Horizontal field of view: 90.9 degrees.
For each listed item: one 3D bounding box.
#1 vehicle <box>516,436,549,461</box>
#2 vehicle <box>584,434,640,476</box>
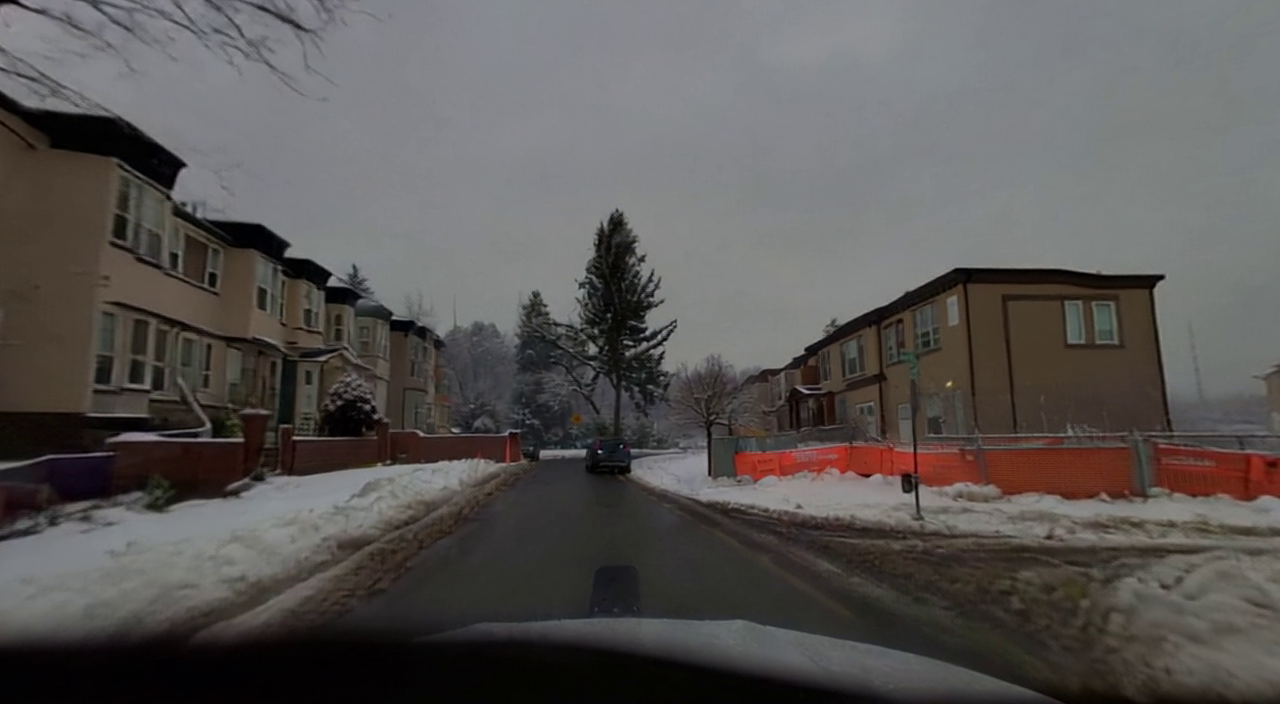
[{"bbox_3d":[-7.116,6.418,41.974,1.834,1.543,3.497,0,-8,-4],"label":"vehicle"},{"bbox_3d":[-1.363,4.671,28.889,2.066,1.739,4.234,1,-8,-9],"label":"vehicle"}]
